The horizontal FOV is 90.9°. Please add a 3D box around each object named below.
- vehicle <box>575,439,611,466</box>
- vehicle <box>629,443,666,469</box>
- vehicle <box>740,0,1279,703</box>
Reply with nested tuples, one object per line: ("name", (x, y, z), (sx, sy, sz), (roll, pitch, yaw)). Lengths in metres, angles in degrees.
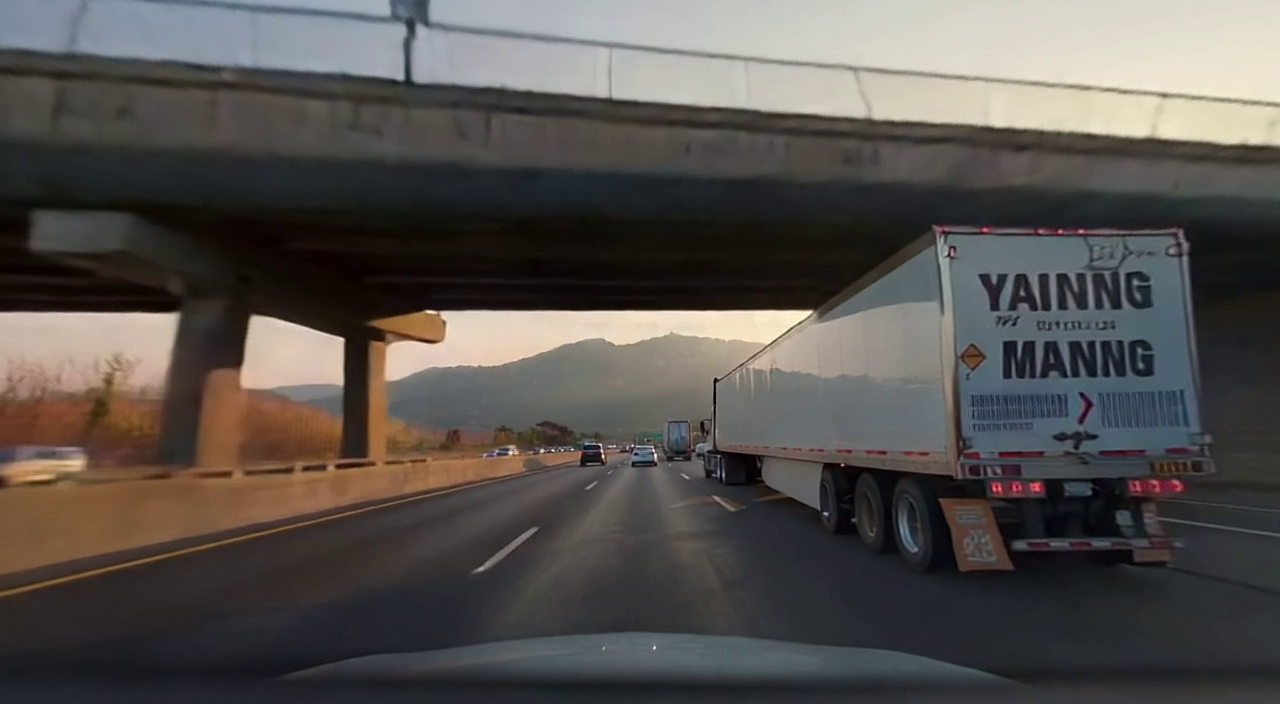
("vehicle", (-3.153, 6.862, 42.988), (2.058, 1.711, 4.226), (-1, -9, 1))
("vehicle", (0.438, 6.144, 37.393), (2.063, 1.469, 4.208), (0, -9, 0))
("vehicle", (3.921, 0.583, 9.387), (2.821, 4.077, 12.562), (0, -9, 0))
